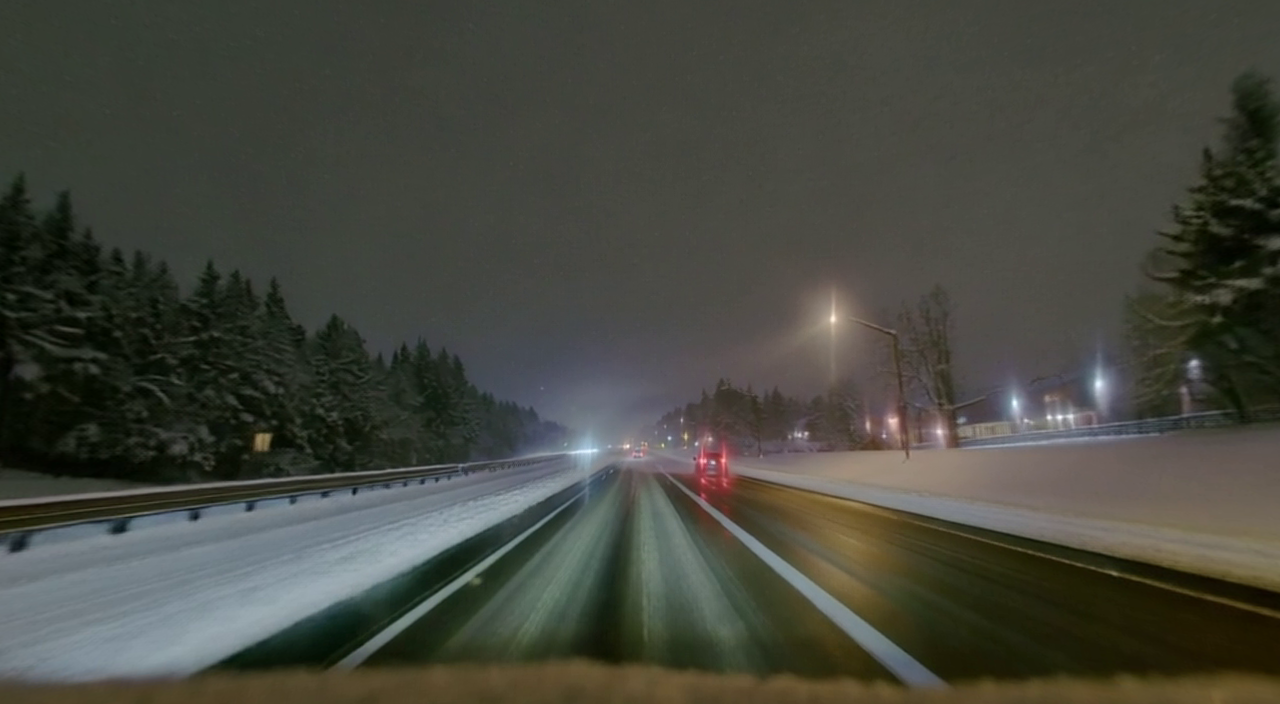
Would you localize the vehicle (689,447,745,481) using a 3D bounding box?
[{"bbox_3d":[3.605,5.329,30.277,2.115,1.522,4.330,0,-9,0],"label":"vehicle"}]
